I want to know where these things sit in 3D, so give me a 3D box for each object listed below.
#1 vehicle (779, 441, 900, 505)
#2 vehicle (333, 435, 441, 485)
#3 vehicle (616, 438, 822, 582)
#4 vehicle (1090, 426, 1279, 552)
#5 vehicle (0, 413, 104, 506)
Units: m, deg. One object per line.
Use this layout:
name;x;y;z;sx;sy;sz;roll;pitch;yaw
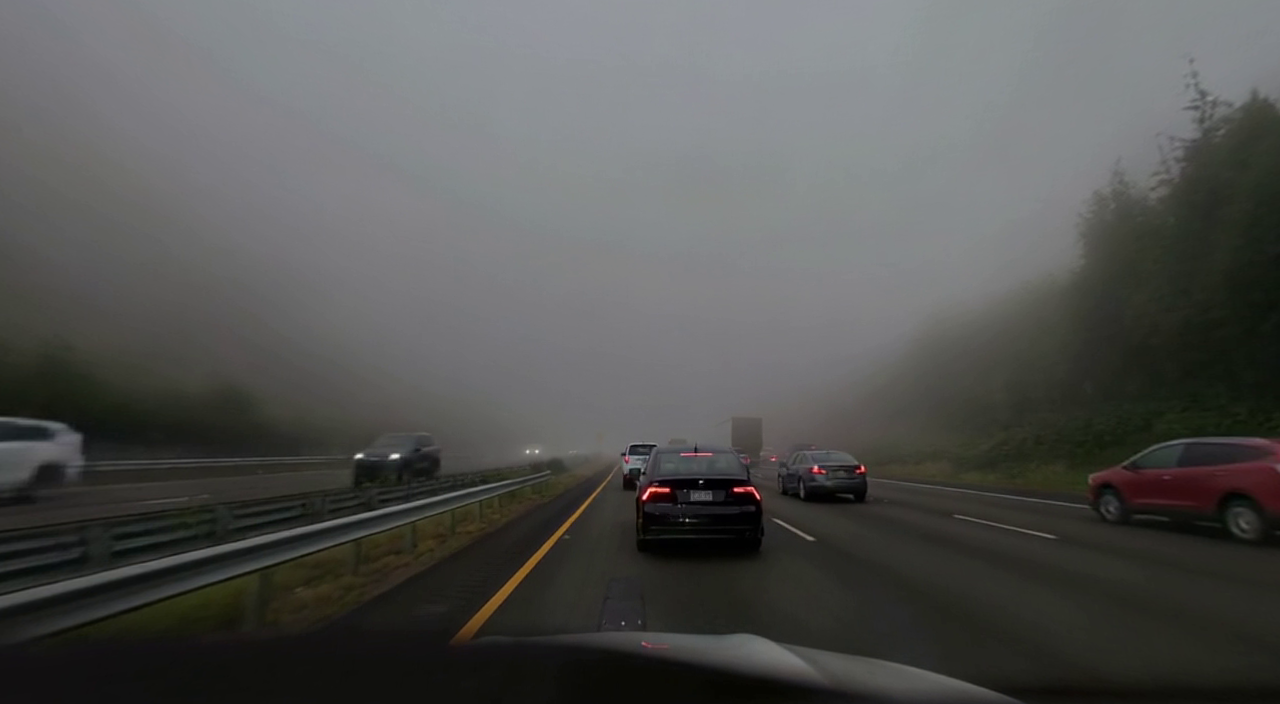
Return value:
vehicle;5.308;3.261;17.387;1.908;1.500;4.157;0;-9;-1
vehicle;-8.148;3.521;20.743;1.865;1.479;3.882;-1;-9;1
vehicle;0.760;1.901;8.318;2.094;1.426;3.725;0;-9;-1
vehicle;9.206;1.981;9.515;1.950;1.594;3.735;0;-9;-1
vehicle;-12.612;1.944;11.325;1.991;1.677;4.499;0;-9;-1
